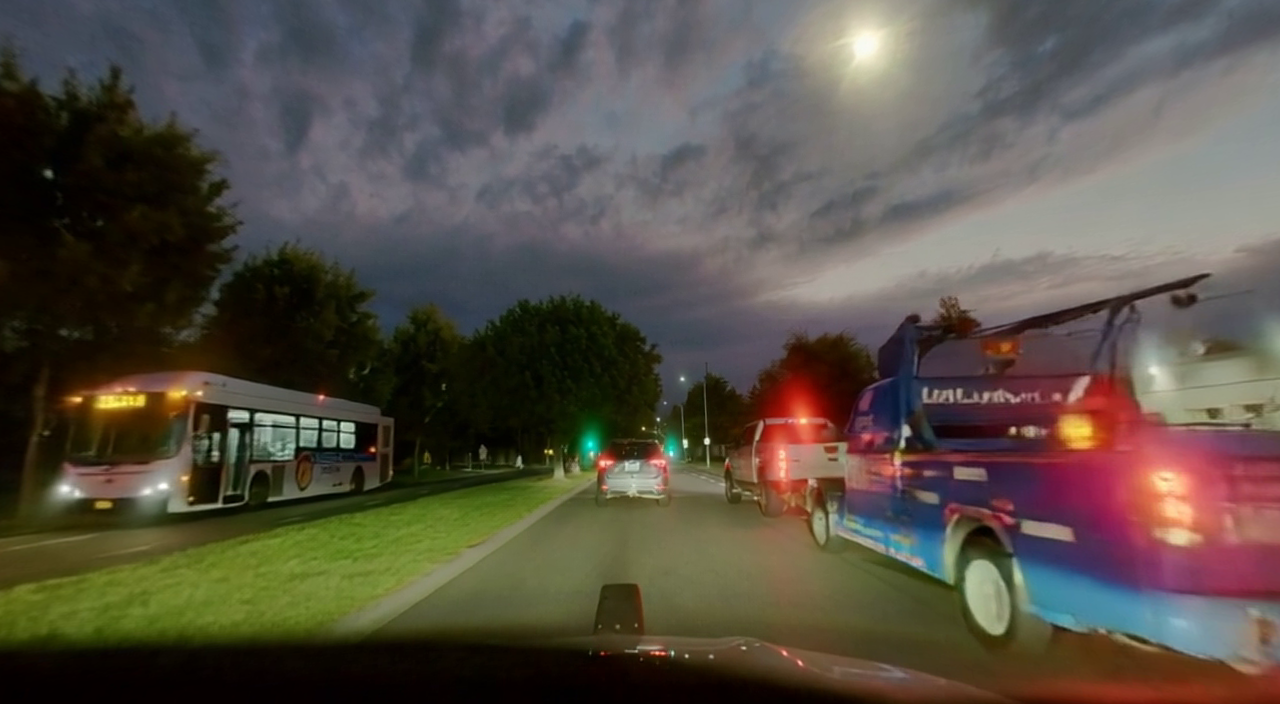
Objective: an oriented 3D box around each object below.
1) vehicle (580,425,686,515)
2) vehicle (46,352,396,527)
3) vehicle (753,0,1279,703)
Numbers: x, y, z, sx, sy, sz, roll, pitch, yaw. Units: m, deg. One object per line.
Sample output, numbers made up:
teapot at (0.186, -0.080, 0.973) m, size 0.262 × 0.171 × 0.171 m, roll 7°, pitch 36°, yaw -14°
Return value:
vehicle at (-0.135, 2.867, 15.922) m, size 2.157 × 1.816 × 5.804 m, roll 0°, pitch -9°, yaw 0°
vehicle at (-12.111, 2.947, 20.989) m, size 2.996 × 4.022 × 12.692 m, roll 0°, pitch -9°, yaw -1°
vehicle at (3.840, 0.729, 6.471) m, size 3.088 × 3.057 × 10.503 m, roll 0°, pitch -9°, yaw -2°
